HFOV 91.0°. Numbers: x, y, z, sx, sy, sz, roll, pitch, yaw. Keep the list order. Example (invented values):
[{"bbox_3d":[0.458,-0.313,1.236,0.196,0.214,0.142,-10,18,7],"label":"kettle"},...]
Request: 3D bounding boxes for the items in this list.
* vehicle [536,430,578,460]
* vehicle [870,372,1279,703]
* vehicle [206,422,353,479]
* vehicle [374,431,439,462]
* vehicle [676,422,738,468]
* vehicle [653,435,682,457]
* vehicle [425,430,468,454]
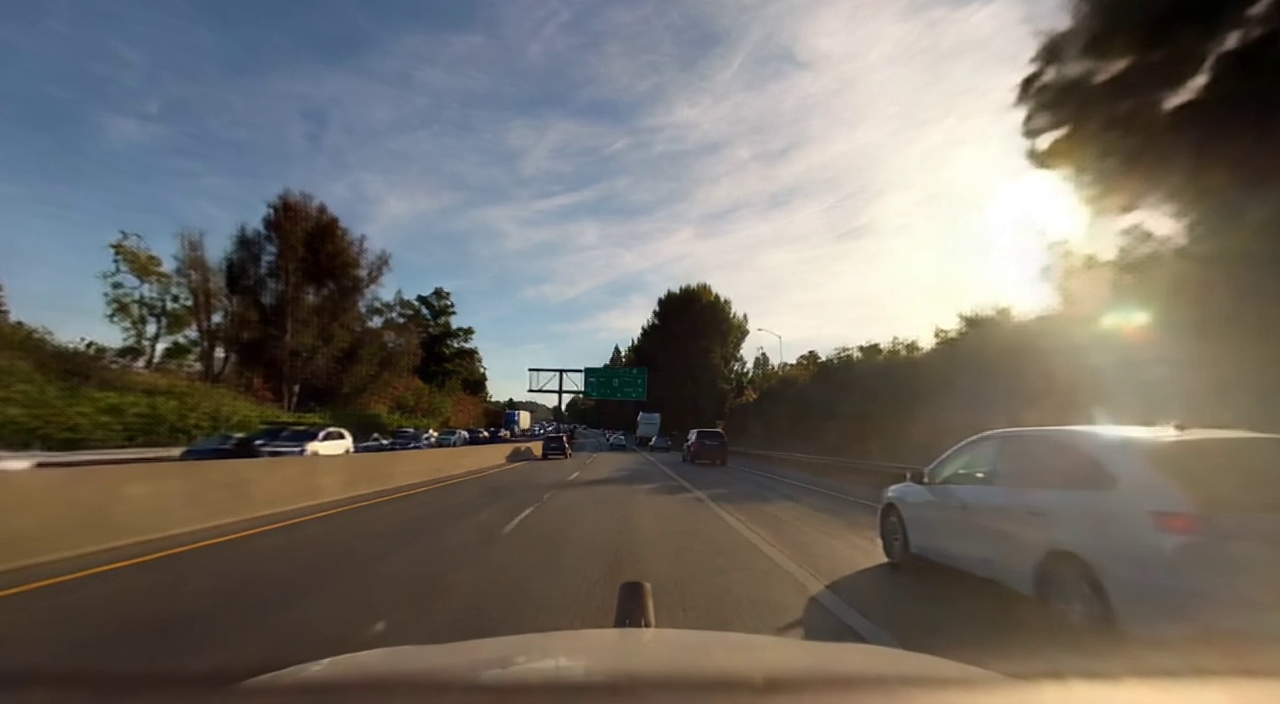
[{"bbox_3d":[-4.966,5.654,38.233,2.058,1.689,4.315,0,-8,-1],"label":"vehicle"},{"bbox_3d":[3.528,1.111,4.408,2.127,1.497,4.445,0,-8,0],"label":"vehicle"},{"bbox_3d":[-10.849,3.000,19.366,1.948,1.538,4.322,0,-8,0],"label":"vehicle"},{"bbox_3d":[-11.484,4.661,31.205,1.727,1.433,3.940,0,-8,-1],"label":"vehicle"},{"bbox_3d":[3.064,4.398,29.915,2.207,1.937,5.610,0,-8,-1],"label":"vehicle"},{"bbox_3d":[1.916,6.671,44.717,1.844,1.462,3.736,0,-8,-1],"label":"vehicle"},{"bbox_3d":[-11.836,5.544,38.714,1.610,1.420,3.445,0,-8,-1],"label":"vehicle"}]
